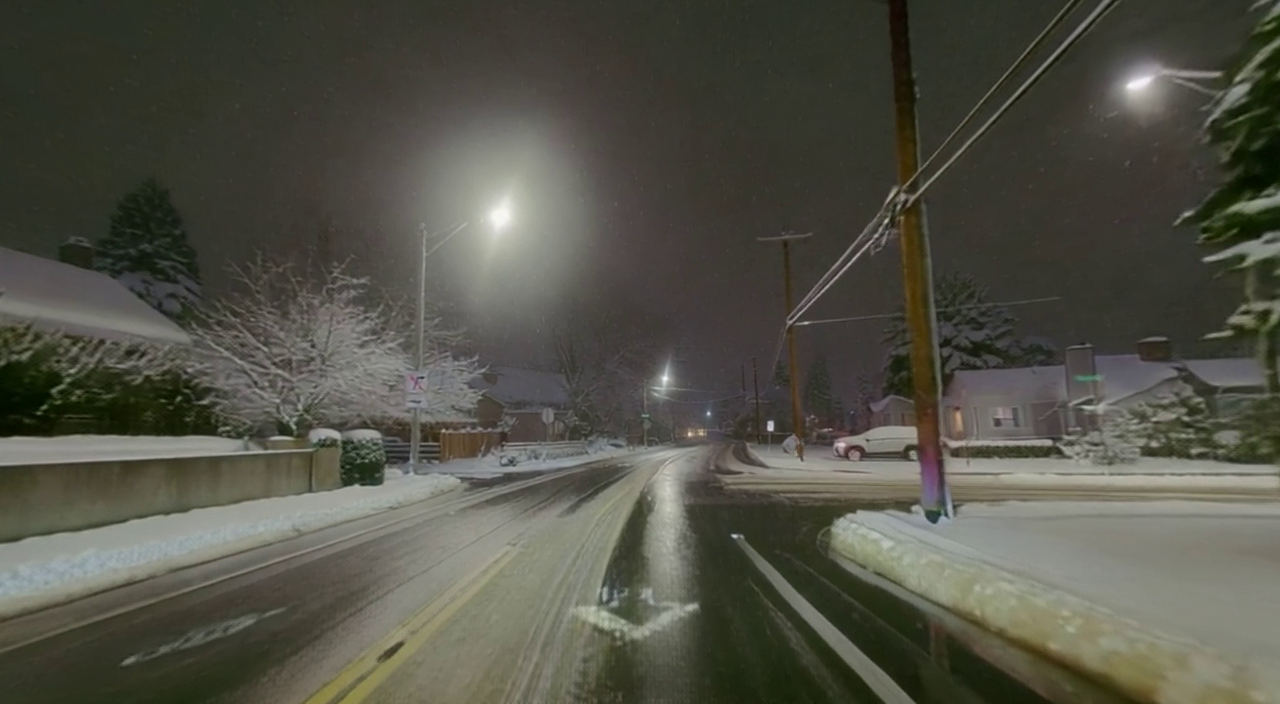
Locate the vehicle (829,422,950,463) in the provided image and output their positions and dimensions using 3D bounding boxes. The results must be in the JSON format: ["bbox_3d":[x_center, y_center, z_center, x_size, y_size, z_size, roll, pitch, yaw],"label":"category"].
[{"bbox_3d":[11.002,4.042,28.119,4.614,1.764,1.860,-1,-8,6],"label":"vehicle"}]
